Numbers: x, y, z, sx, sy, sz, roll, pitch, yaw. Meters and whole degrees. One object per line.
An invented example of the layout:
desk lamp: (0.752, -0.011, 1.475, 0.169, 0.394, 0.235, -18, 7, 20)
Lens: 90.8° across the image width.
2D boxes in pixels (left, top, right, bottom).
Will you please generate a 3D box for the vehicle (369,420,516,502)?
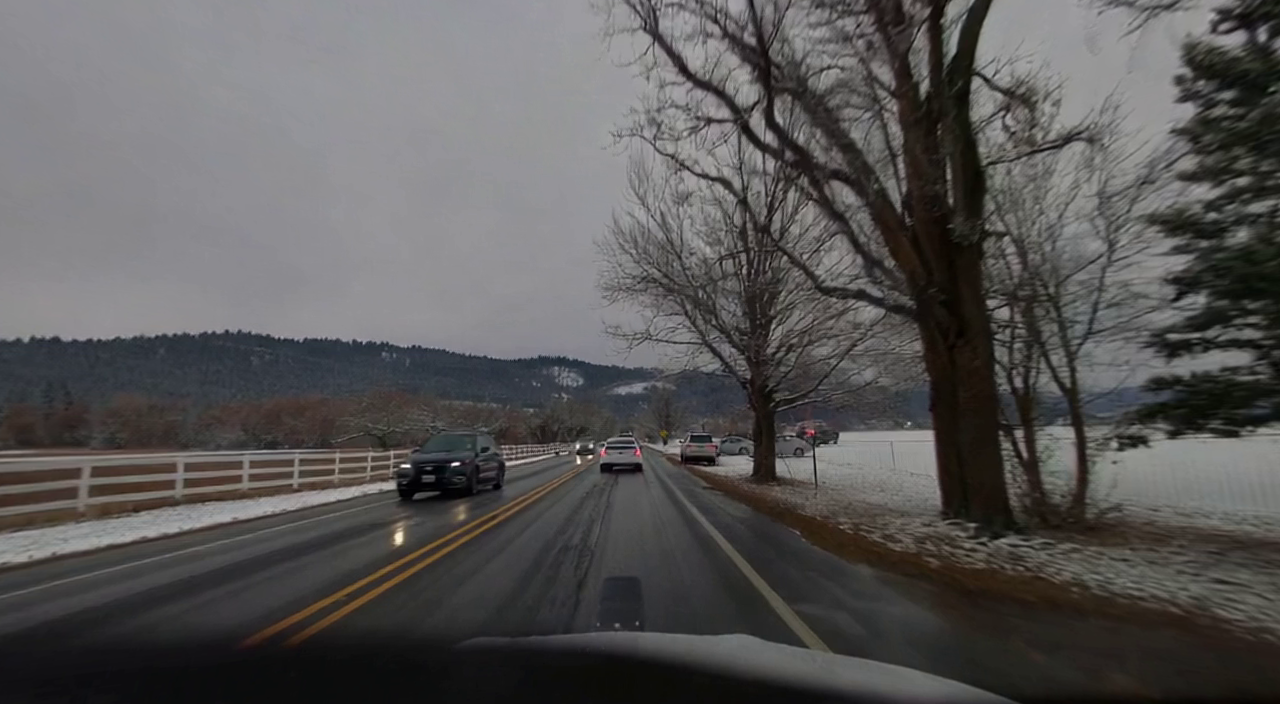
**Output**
vehicle: (-5.235, 3.005, 17.785, 2.307, 1.907, 5.571, 0, -8, 0)

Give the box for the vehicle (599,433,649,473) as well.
vehicle: (-0.703, 4.615, 29.033, 2.158, 1.669, 4.006, 0, -9, 0)

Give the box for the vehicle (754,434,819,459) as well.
vehicle: (9.605, 6.264, 41.848, 1.975, 1.545, 4.333, 3, -9, -22)

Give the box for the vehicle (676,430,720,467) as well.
vehicle: (3.411, 5.601, 36.736, 2.348, 1.969, 5.269, -1, -9, 6)
